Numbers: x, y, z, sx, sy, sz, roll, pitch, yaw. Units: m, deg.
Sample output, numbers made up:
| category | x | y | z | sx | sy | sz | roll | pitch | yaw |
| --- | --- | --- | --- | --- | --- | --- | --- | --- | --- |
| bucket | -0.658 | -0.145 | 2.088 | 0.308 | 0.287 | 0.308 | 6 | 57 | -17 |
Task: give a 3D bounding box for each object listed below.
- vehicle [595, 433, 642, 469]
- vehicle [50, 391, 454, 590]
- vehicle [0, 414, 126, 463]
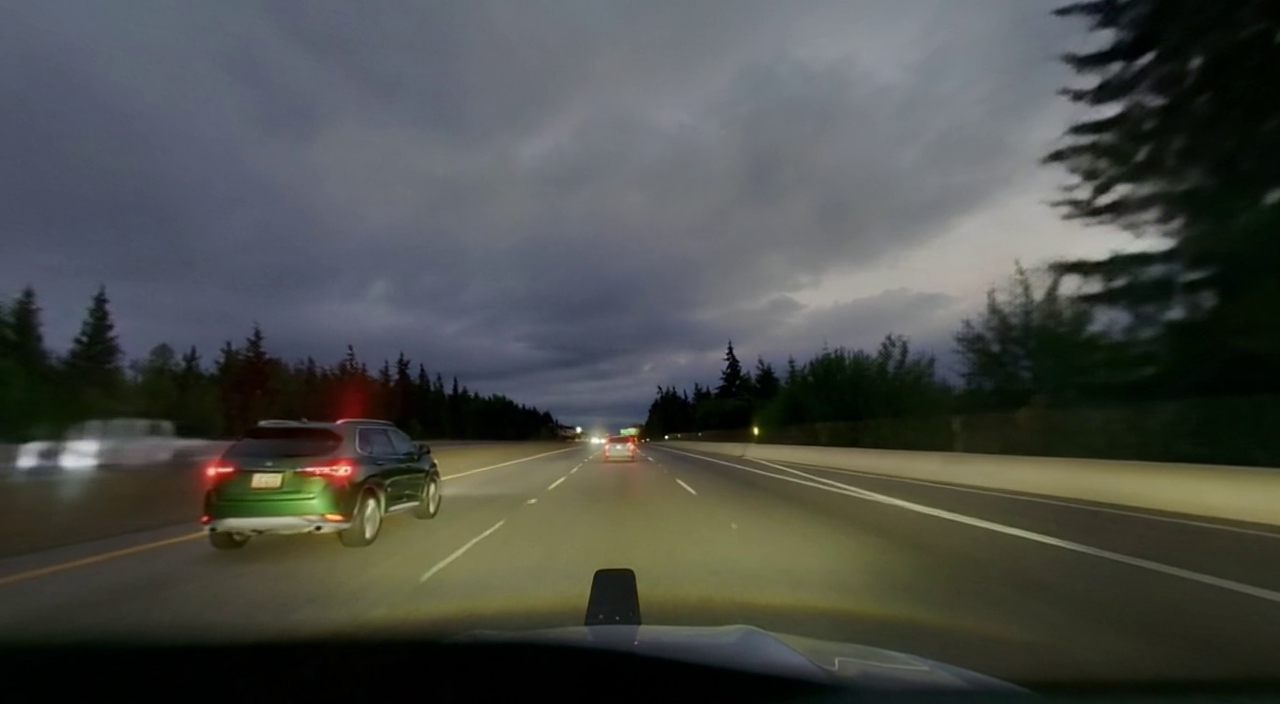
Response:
| category | x | y | z | sx | sy | sz | roll | pitch | yaw |
| --- | --- | --- | --- | --- | --- | --- | --- | --- | --- |
| vehicle | -0.959 | 4.513 | 28.965 | 2.010 | 1.534 | 4.013 | 0 | -8 | -2 |
| vehicle | -3.997 | 1.485 | 7.707 | 2.111 | 1.689 | 4.505 | 0 | -8 | -1 |
| vehicle | -20.439 | 2.948 | 21.430 | 2.003 | 1.476 | 4.565 | 0 | -8 | -1 |
